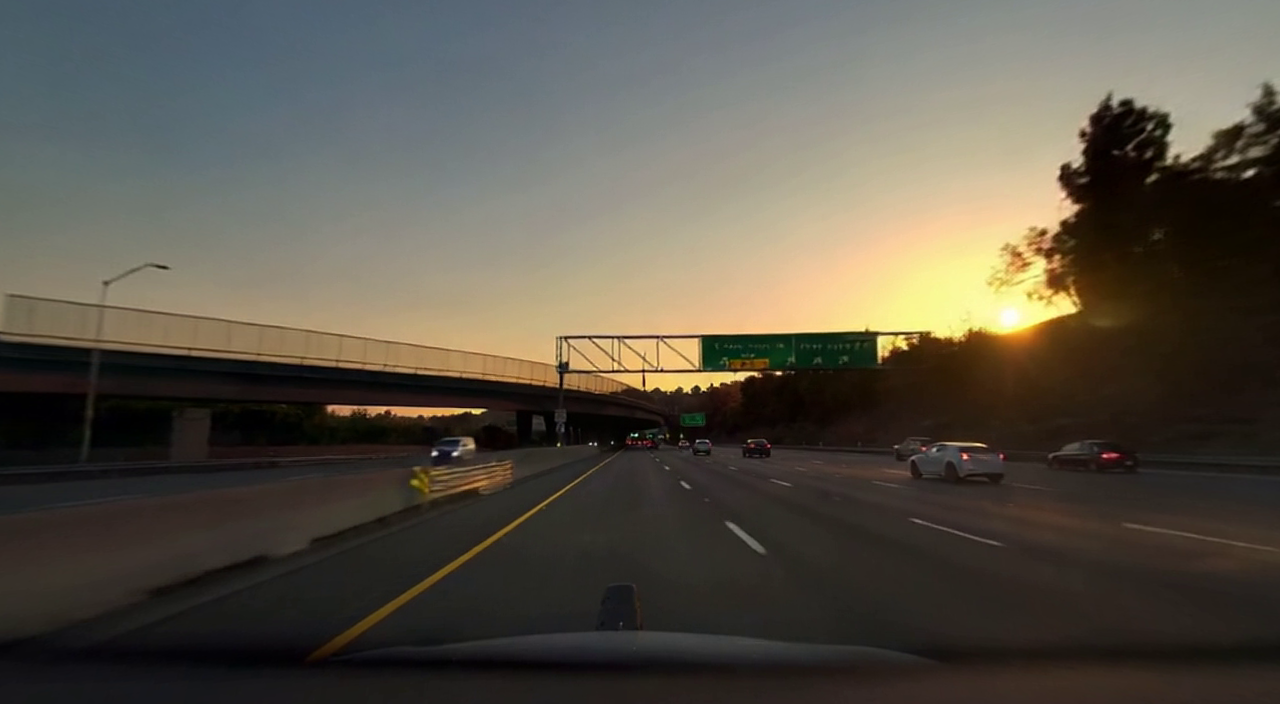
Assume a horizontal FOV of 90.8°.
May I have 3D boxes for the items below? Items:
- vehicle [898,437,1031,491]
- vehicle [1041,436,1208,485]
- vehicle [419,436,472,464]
[{"bbox_3d":[9.644,3.344,19.200,1.836,1.418,4.132,0,-8,0],"label":"vehicle"},{"bbox_3d":[16.568,3.718,22.013,1.936,1.498,4.883,0,-8,0],"label":"vehicle"},{"bbox_3d":[-12.574,6.339,41.102,1.989,1.694,4.081,2,-8,1],"label":"vehicle"}]
